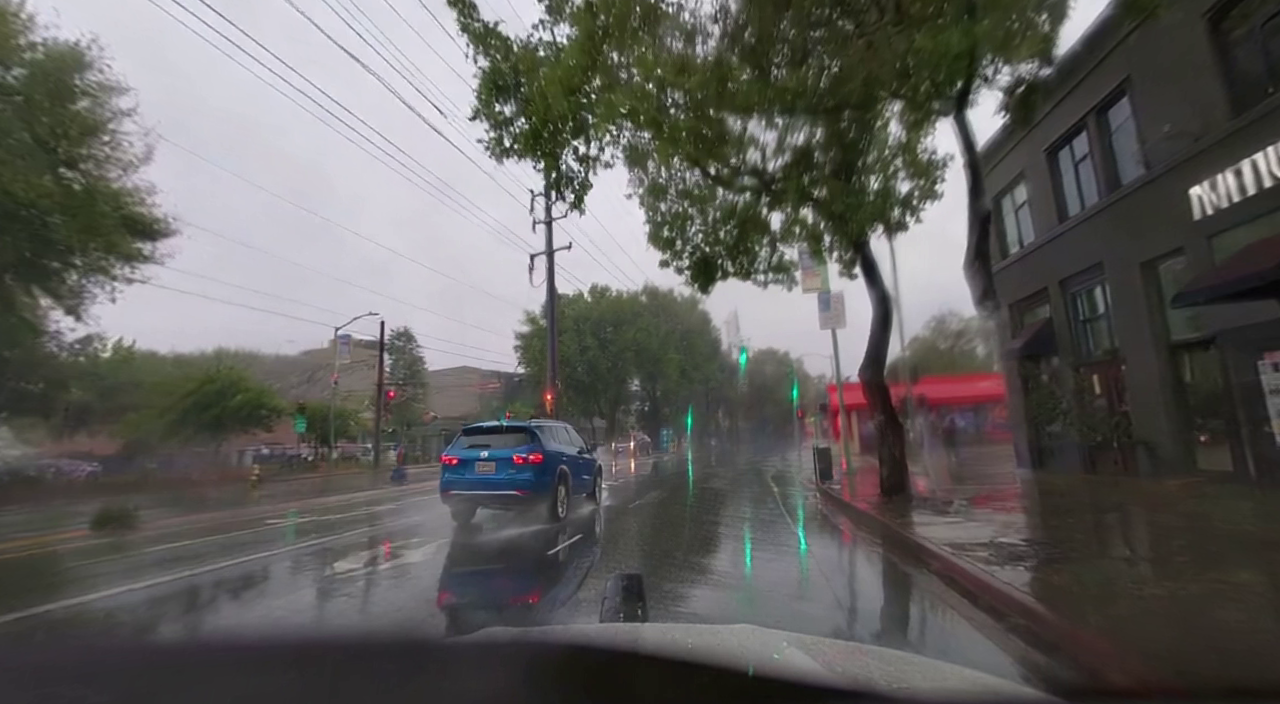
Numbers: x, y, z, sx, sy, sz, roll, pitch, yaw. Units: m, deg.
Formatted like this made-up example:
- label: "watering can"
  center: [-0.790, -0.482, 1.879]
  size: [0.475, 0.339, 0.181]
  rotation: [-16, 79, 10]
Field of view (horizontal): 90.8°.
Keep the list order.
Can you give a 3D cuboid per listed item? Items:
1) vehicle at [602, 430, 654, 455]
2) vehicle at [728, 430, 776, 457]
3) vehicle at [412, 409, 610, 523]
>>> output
- label: "vehicle"
  center: [-0.760, 6.428, 44.916]
  size: [2.017, 1.684, 4.483]
  rotation: [-4, -9, 23]
- label: "vehicle"
  center: [6.718, 5.435, 37.447]
  size: [2.006, 1.470, 4.099]
  rotation: [-3, -9, 21]
- label: "vehicle"
  center: [-2.127, 2.071, 11.981]
  size: [2.101, 1.721, 4.364]
  rotation: [-2, -8, 11]
